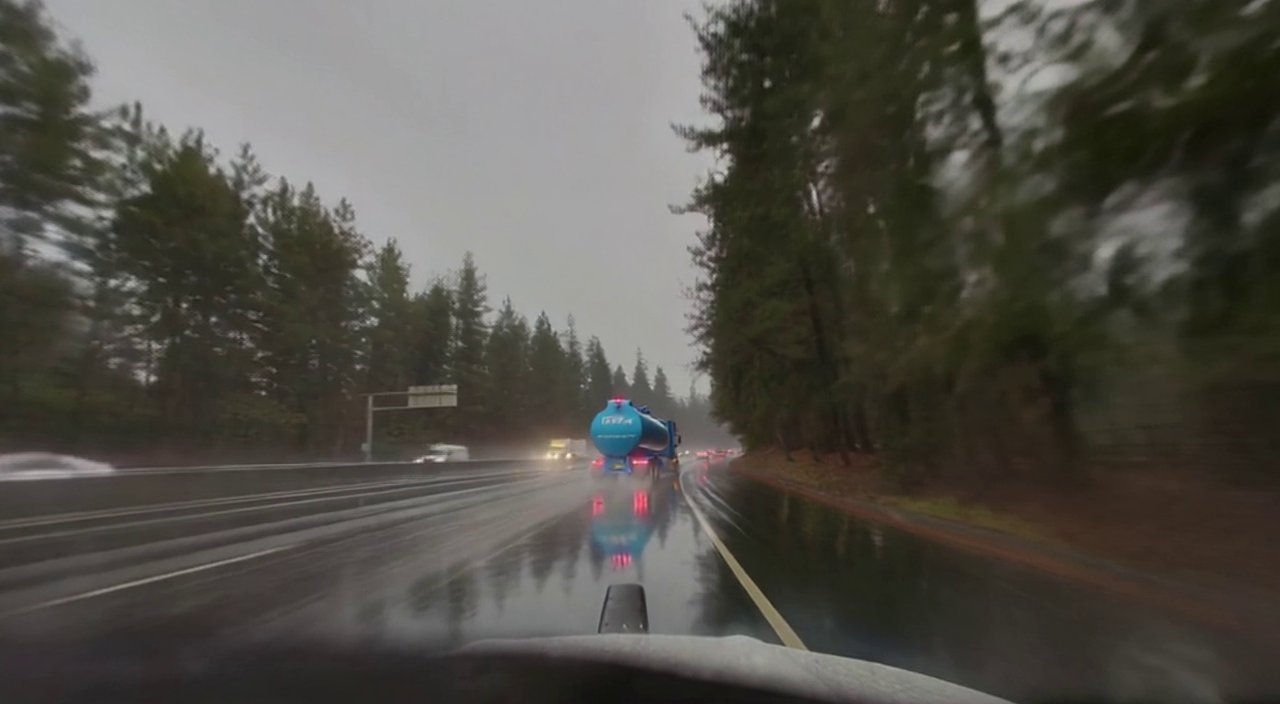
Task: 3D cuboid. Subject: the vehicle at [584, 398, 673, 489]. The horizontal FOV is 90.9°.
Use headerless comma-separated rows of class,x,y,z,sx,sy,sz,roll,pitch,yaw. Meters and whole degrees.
vehicle,-0.134,4.747,32.838,2.907,3.747,13.318,-1,-8,6
